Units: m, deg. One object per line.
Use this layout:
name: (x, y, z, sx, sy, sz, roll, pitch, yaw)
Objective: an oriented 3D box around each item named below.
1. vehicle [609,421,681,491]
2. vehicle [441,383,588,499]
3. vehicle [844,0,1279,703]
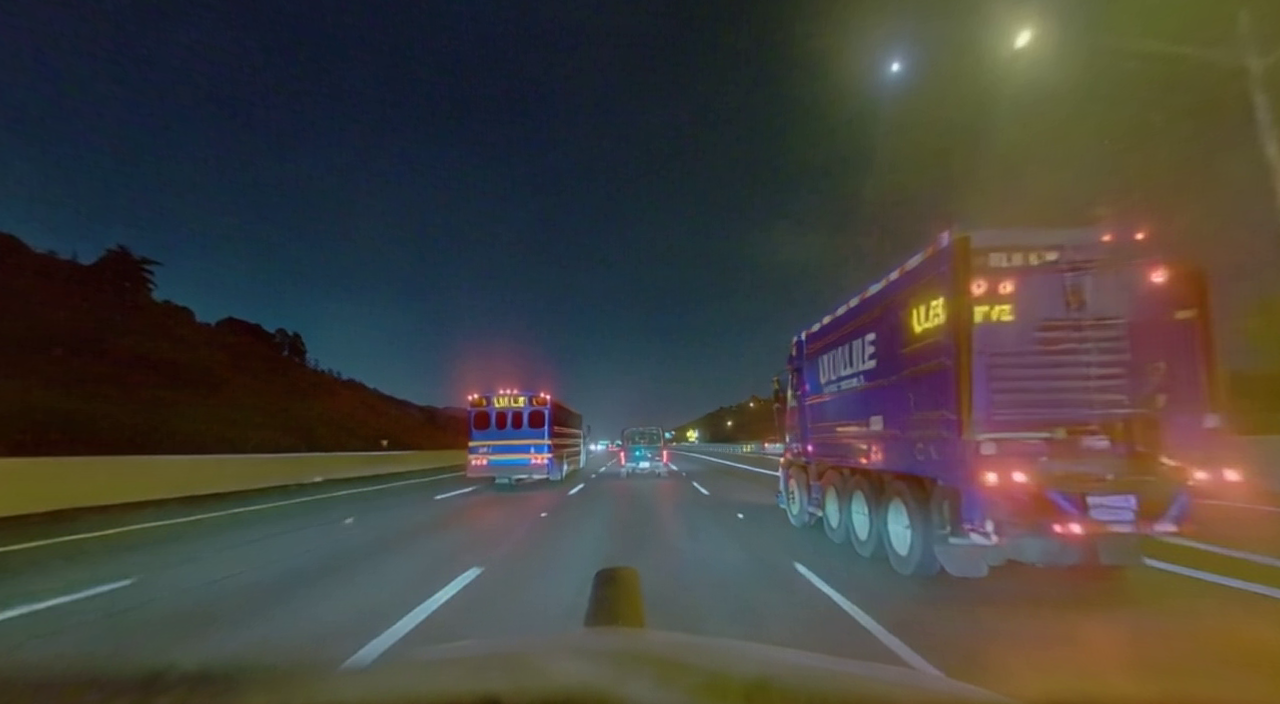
vehicle: (0.113, 3.243, 19.964, 2.037, 1.929, 4.343, 0, -8, -1)
vehicle: (-3.605, 2.896, 20.567, 2.947, 3.009, 7.991, -1, -8, 1)
vehicle: (4.209, -0.397, 1.468, 3.006, 4.101, 13.245, 0, -8, 0)
